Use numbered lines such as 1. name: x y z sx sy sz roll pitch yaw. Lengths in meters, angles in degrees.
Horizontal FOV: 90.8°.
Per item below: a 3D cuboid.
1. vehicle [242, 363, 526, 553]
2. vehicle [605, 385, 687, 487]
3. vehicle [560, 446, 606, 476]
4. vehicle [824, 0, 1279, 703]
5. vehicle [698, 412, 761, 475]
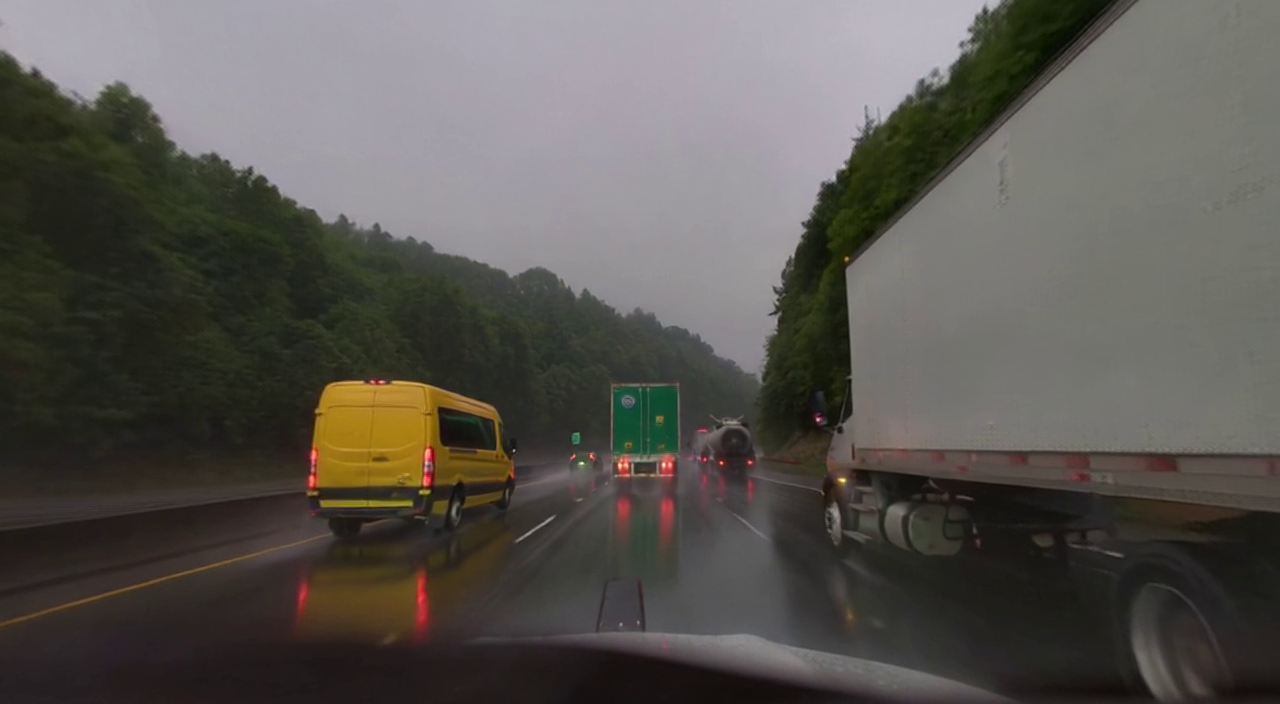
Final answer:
1. vehicle: -4.037 1.915 11.753 2.525 2.572 6.260 0 -9 1
2. vehicle: 0.114 3.567 26.105 2.773 3.455 9.118 0 -9 -1
3. vehicle: -3.262 6.362 37.026 2.134 1.652 4.439 0 -9 3
4. vehicle: 4.313 -0.241 3.220 3.139 4.152 11.915 0 -9 0
5. vehicle: 5.601 6.081 41.453 2.706 3.500 11.483 0 -9 1
